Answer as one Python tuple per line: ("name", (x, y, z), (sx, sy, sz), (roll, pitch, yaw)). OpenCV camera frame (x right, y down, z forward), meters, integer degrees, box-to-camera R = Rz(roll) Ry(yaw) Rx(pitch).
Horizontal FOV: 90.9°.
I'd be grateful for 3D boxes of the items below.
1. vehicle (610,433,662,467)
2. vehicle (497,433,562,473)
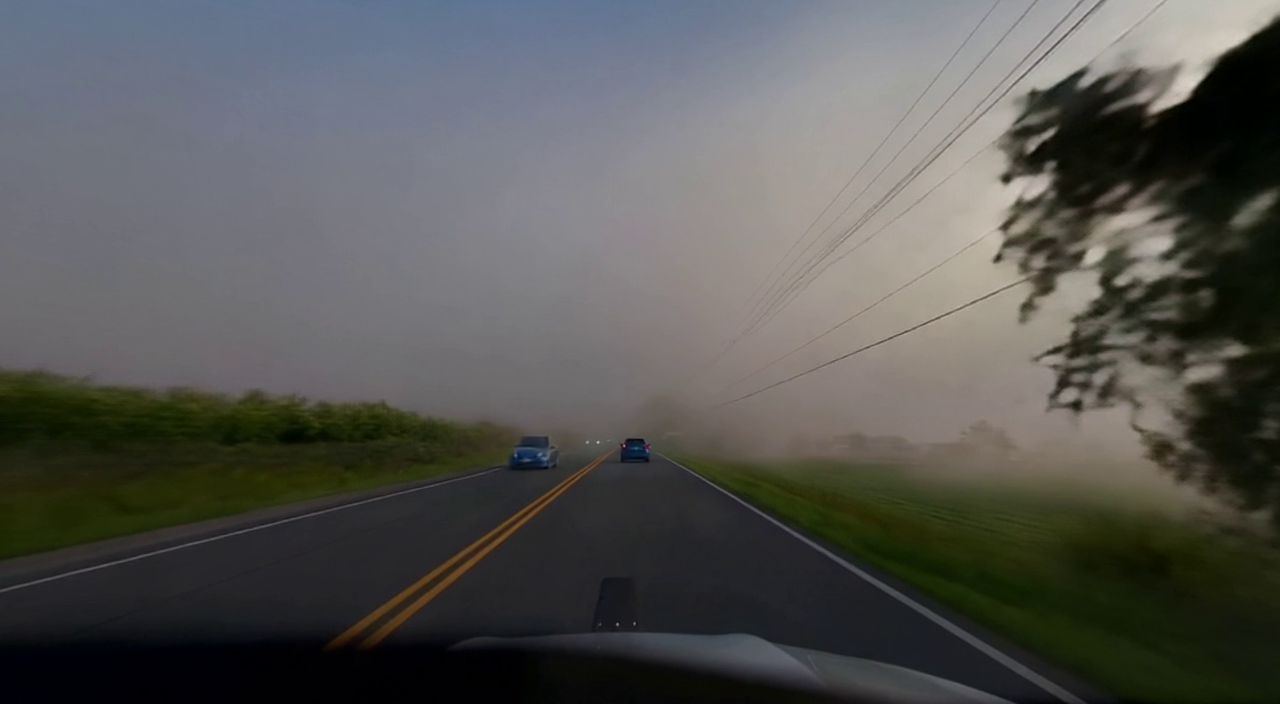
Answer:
("vehicle", (-0.215, 4.493, 29.176), (2.241, 1.471, 3.829), (0, -8, -2))
("vehicle", (-4.485, 4.159, 26.243), (2.019, 1.511, 4.290), (0, -8, -1))
